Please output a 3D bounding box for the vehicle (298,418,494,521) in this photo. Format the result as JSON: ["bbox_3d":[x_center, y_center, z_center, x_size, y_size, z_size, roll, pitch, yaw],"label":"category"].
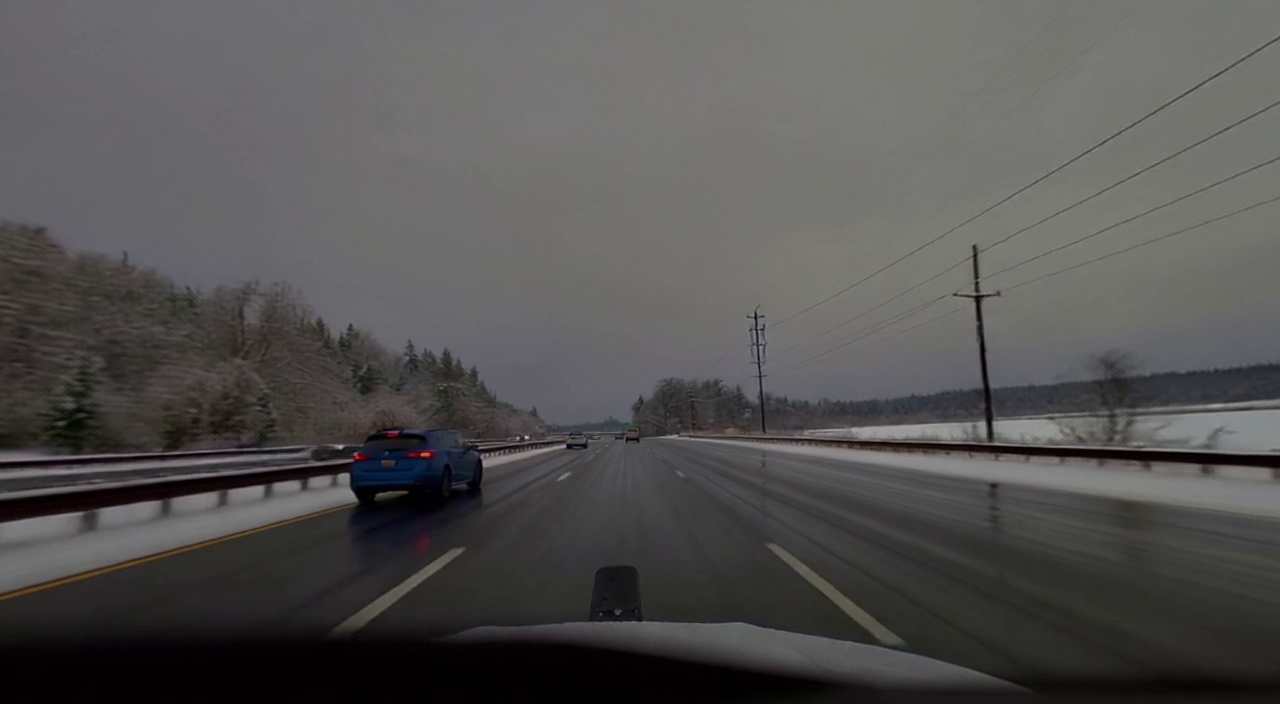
[{"bbox_3d":[-4.283,2.103,11.899,2.023,1.580,4.259,0,-8,-1],"label":"vehicle"}]
